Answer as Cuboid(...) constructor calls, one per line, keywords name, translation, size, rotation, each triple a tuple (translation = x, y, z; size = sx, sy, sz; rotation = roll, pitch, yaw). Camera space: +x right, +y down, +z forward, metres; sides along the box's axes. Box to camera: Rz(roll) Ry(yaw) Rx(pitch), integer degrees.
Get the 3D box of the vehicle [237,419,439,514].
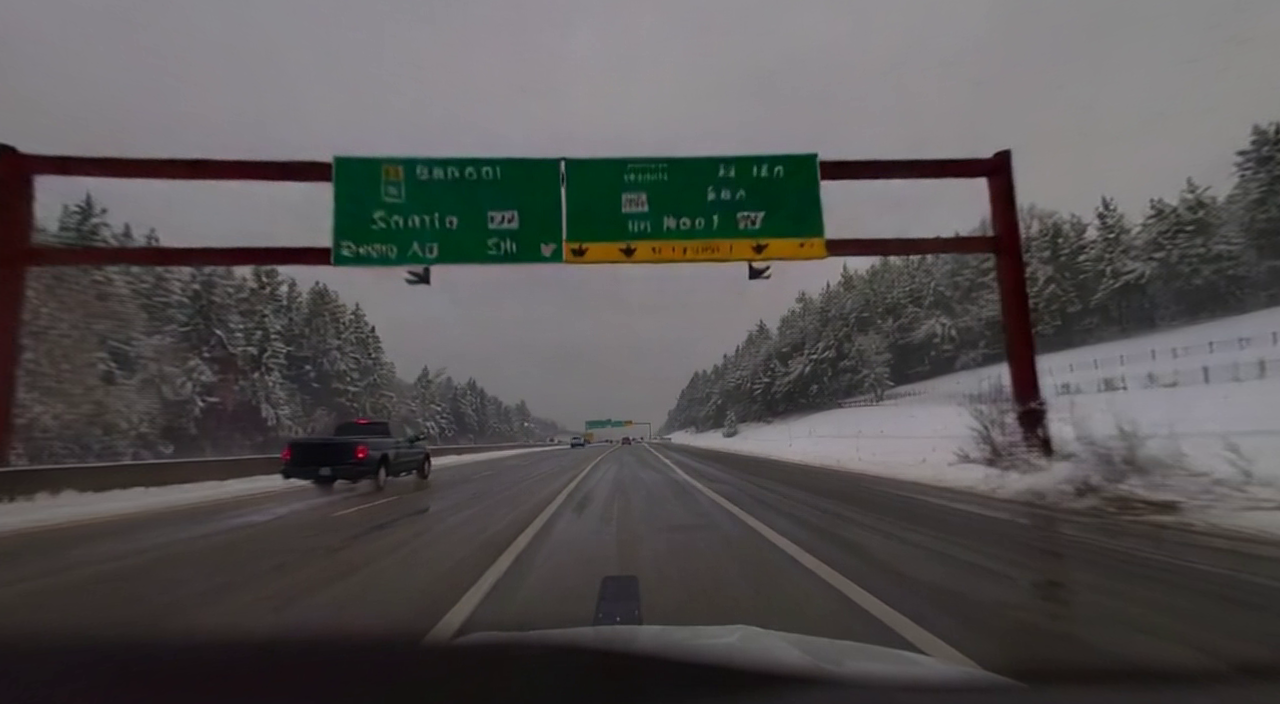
Cuboid(name="vehicle", translation=(-6.146, 2.363, 13.621), size=(2.055, 1.662, 4.773), rotation=(0, -8, -1))
